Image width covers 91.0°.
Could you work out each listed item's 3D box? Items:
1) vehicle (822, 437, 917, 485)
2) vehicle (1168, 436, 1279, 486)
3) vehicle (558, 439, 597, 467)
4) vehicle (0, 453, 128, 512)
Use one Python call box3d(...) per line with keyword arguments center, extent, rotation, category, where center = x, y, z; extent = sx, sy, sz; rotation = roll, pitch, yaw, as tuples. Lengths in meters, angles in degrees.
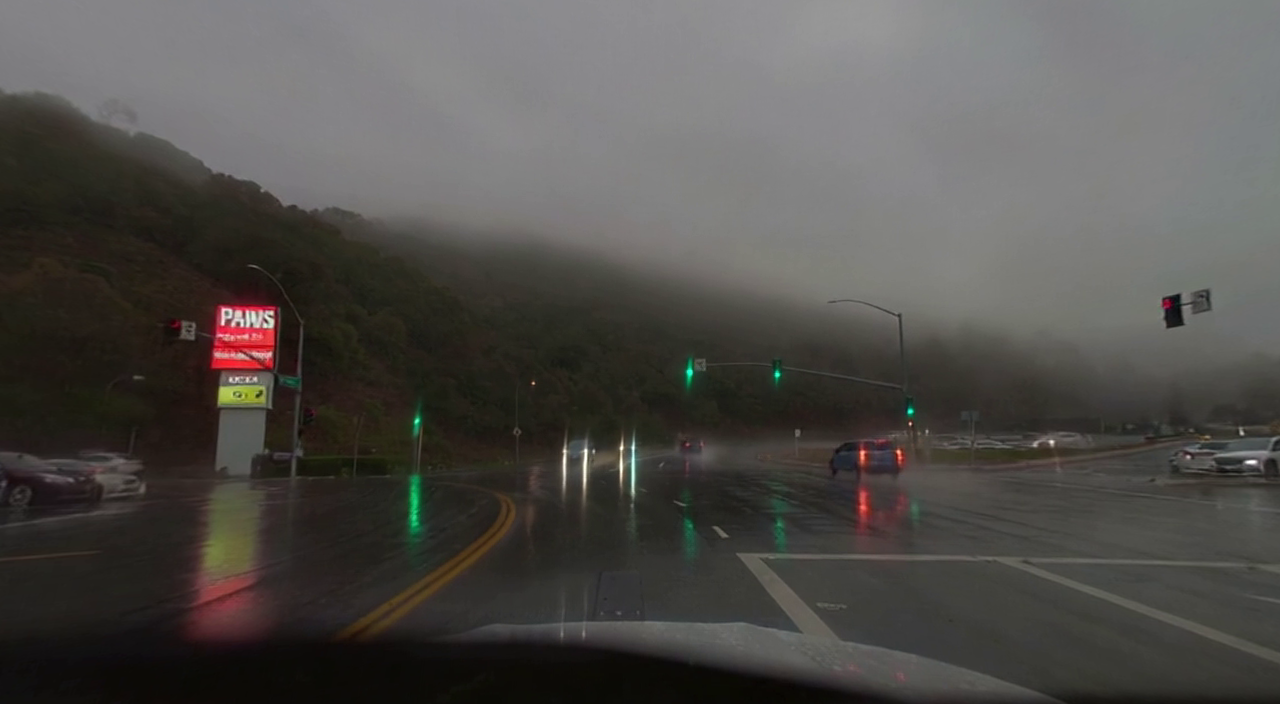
box3d(center=(9.659, 4.616, 26.944), extent=(2.273, 1.839, 4.218), rotation=(0, -9, -3), category="vehicle")
box3d(center=(25.035, 4.467, 26.059), extent=(4.546, 1.944, 2.051), rotation=(1, -9, -5), category="vehicle")
box3d(center=(-4.502, 7.372, 46.003), extent=(2.238, 1.883, 4.503), rotation=(0, -9, 2), category="vehicle")
box3d(center=(-19.798, 4.190, 20.470), extent=(4.440, 1.748, 2.033), rotation=(0, -9, 1), category="vehicle")
